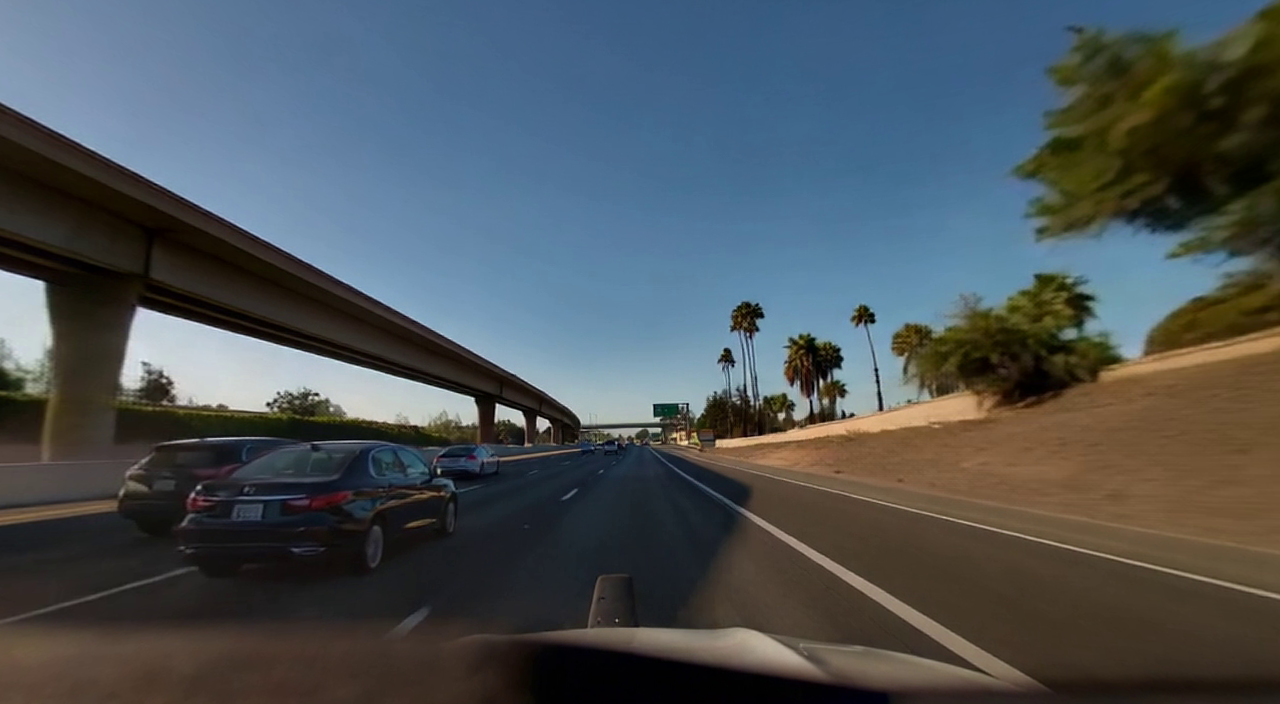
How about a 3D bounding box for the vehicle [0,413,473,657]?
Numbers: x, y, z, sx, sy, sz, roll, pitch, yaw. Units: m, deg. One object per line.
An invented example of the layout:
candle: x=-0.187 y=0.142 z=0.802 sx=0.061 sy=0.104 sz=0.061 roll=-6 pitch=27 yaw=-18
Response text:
vehicle: x=-3.302 y=1.490 z=6.336 sx=1.978 sy=1.499 sz=4.695 roll=0 pitch=-9 yaw=0
